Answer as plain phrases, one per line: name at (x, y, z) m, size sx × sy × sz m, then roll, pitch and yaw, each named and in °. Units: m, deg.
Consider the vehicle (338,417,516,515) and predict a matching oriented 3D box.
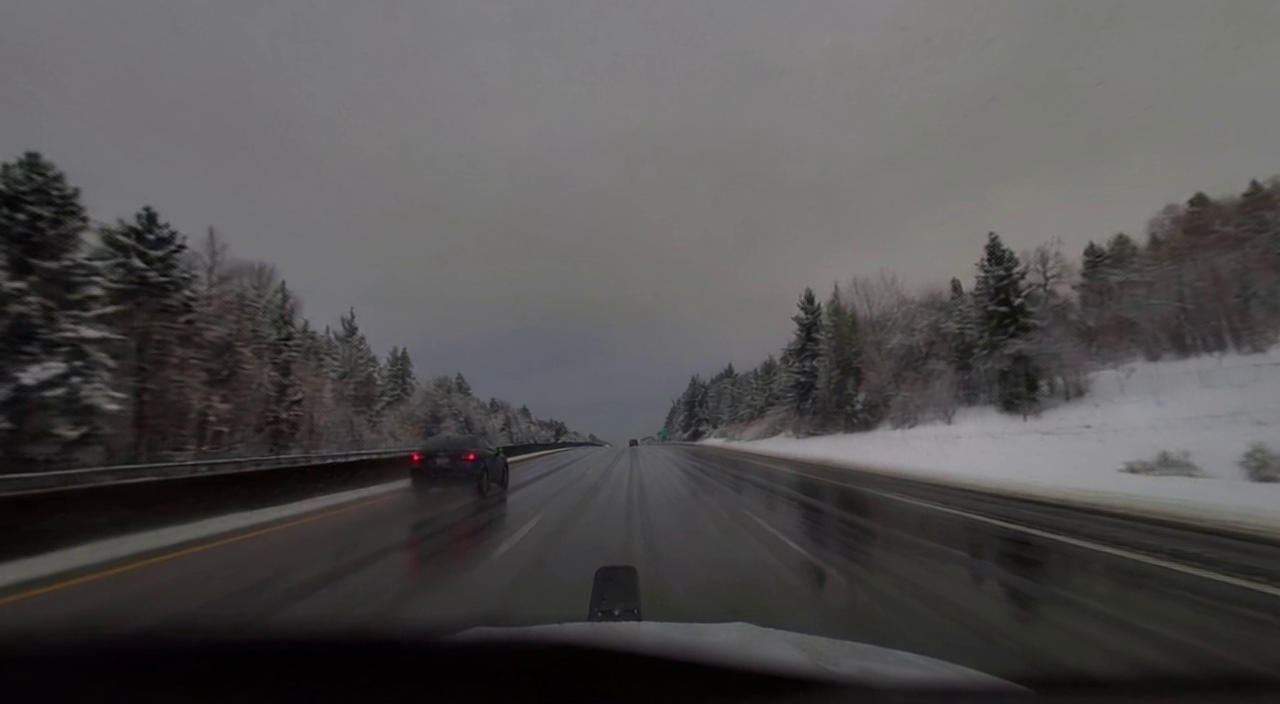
vehicle at (-4.134, 2.287, 13.198) m, size 2.185 × 1.677 × 4.390 m, roll 0°, pitch -8°, yaw 0°
